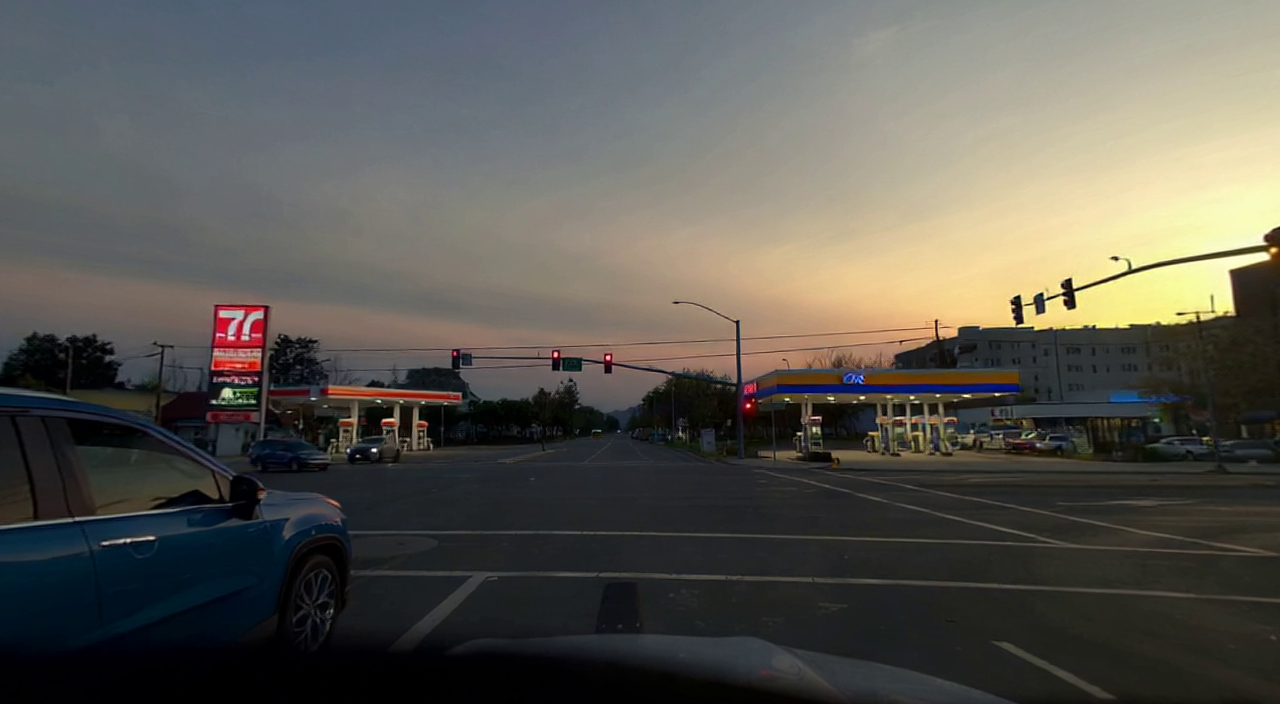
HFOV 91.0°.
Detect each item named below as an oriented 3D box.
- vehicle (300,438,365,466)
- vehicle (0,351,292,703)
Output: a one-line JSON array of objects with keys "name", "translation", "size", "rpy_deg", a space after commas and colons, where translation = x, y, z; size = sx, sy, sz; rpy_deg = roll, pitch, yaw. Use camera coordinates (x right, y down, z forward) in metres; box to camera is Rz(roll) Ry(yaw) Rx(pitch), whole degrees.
[{"name": "vehicle", "translation": [-20.468, 6.682, 42.157], "size": [2.004, 1.699, 4.486], "rpy_deg": [0, -9, 1]}, {"name": "vehicle", "translation": [-3.432, 0.803, 2.039], "size": [2.053, 1.690, 4.364], "rpy_deg": [0, -9, 0]}]
